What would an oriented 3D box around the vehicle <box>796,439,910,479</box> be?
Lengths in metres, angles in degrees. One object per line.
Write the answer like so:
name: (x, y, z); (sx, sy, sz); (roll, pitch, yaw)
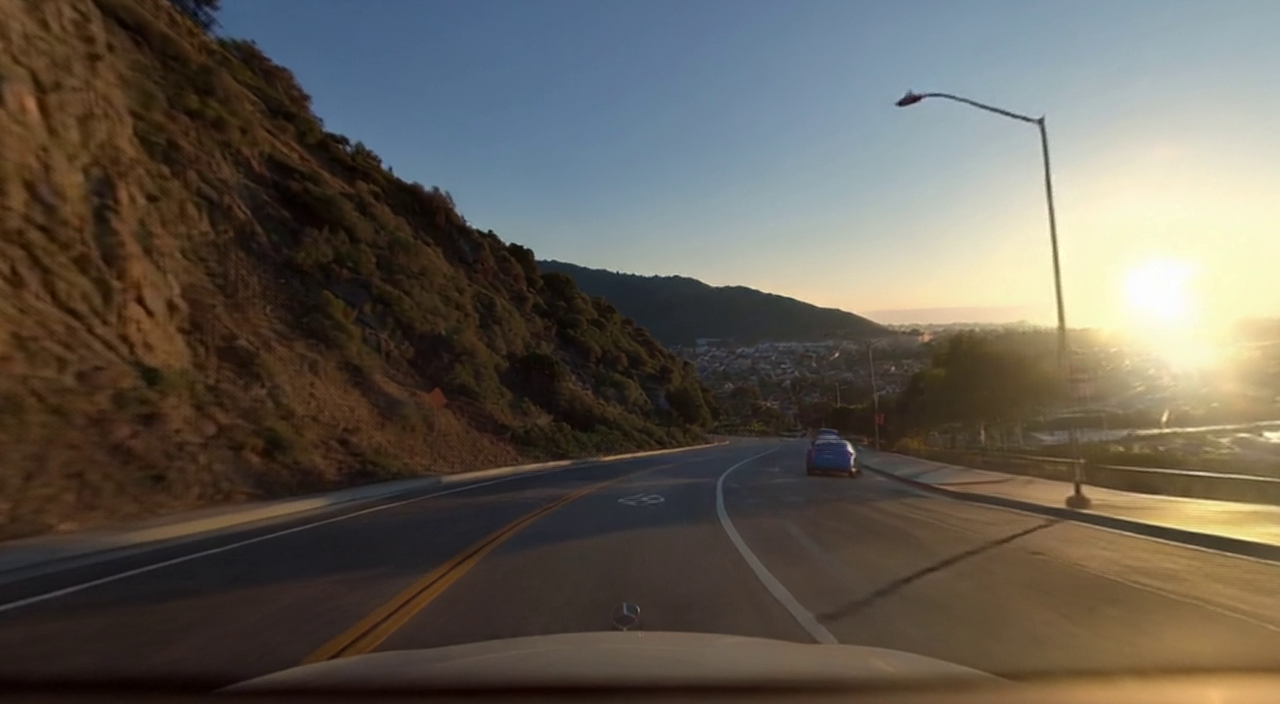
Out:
vehicle: (9.435, 4.666, 27.867); (4.963, 1.585, 2.155); (6, -8, -33)
